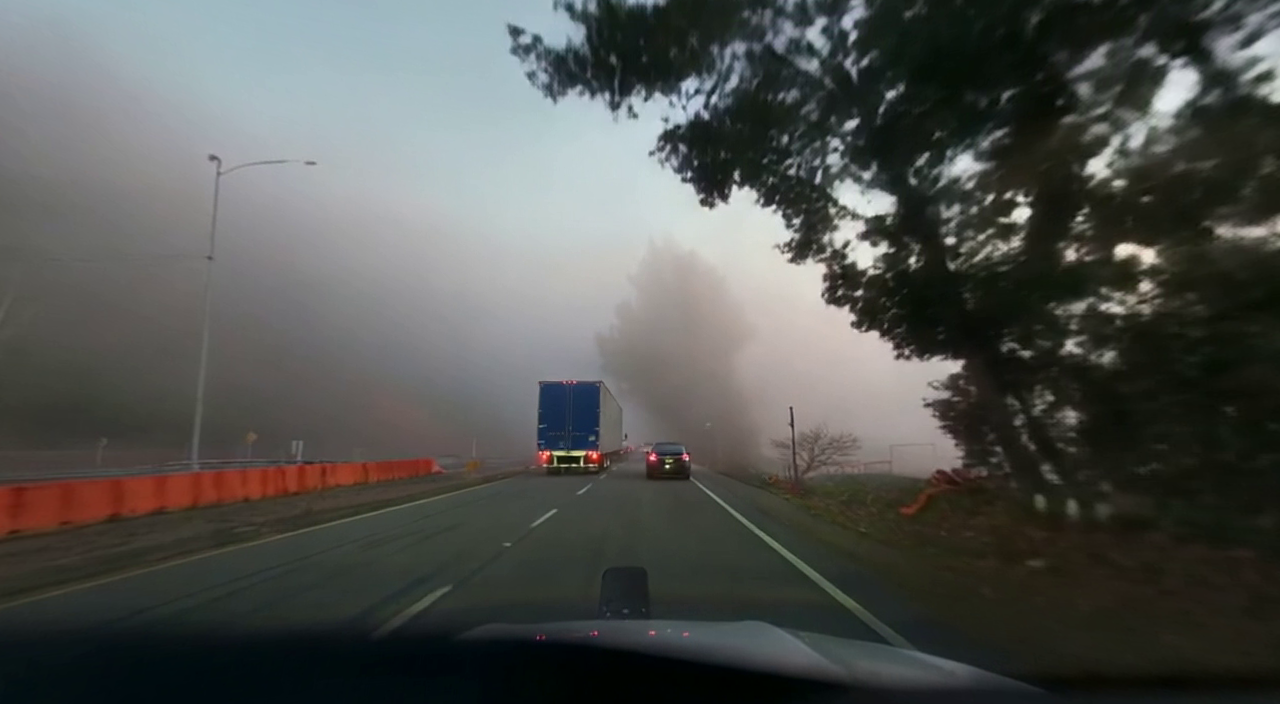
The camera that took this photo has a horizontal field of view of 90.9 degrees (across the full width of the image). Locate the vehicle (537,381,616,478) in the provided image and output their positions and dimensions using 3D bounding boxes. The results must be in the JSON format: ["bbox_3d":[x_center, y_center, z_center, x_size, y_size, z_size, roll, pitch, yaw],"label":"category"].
[{"bbox_3d":[-2.993,4.442,34.728,2.906,4.115,15.715,0,-8,0],"label":"vehicle"}]

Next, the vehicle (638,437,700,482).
[{"bbox_3d":[1.103,4.368,25.950,2.304,1.675,4.462,0,-8,0],"label":"vehicle"}]
